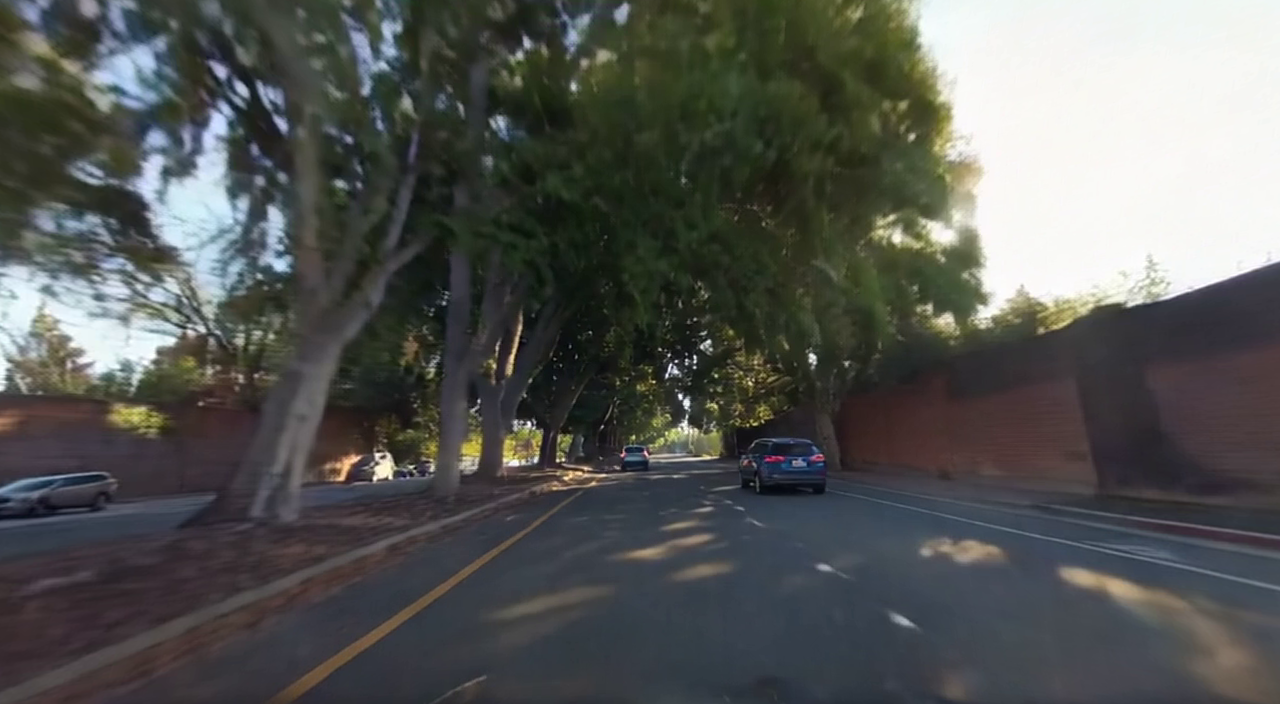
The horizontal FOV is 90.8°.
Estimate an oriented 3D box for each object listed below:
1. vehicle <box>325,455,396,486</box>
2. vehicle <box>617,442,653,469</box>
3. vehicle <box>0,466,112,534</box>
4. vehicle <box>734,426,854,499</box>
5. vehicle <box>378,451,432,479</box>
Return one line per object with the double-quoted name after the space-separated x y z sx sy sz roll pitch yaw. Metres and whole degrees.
-17.316 7.317 39.438 2.184 1.697 4.826 -1 -8 0 "vehicle"
-0.341 7.265 44.432 2.391 1.739 3.837 -1 -8 0 "vehicle"
-17.246 3.981 17.150 2.012 1.597 4.366 -1 -8 0 "vehicle"
4.097 3.030 17.714 2.155 1.752 4.456 0 -8 -1 "vehicle"
-17.495 8.414 47.278 2.352 1.857 4.893 -4 -9 -1 "vehicle"
